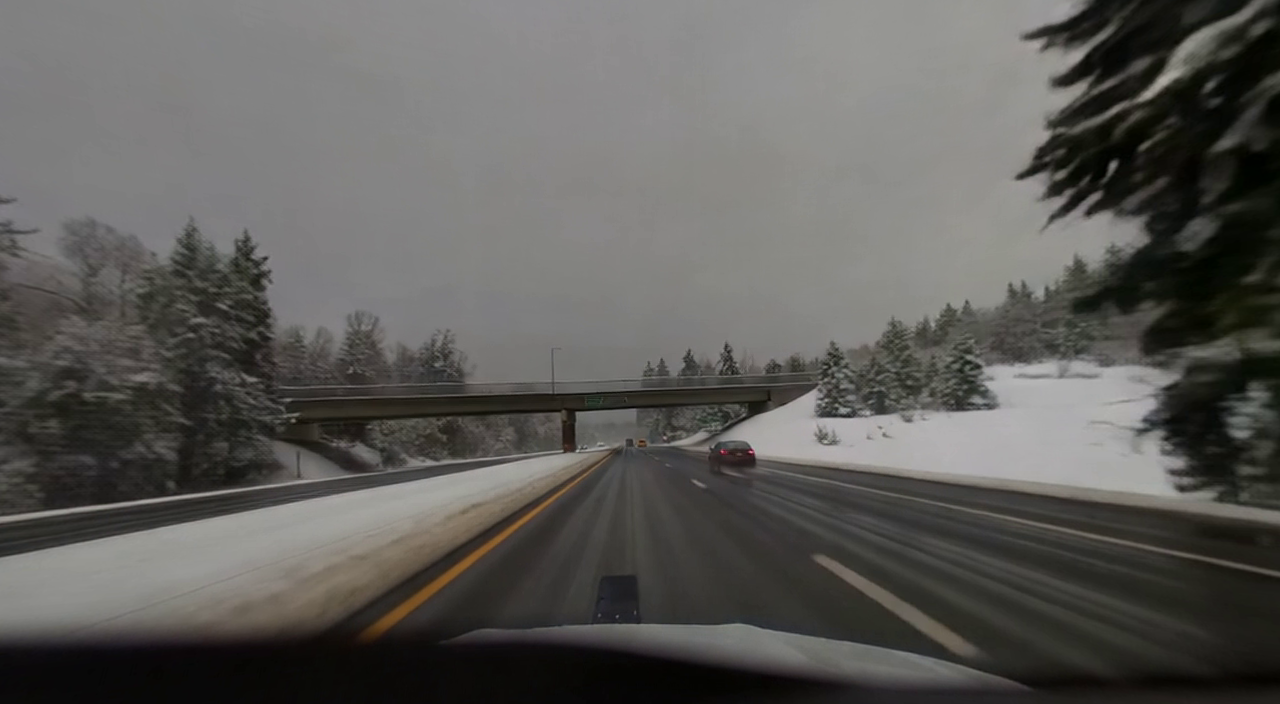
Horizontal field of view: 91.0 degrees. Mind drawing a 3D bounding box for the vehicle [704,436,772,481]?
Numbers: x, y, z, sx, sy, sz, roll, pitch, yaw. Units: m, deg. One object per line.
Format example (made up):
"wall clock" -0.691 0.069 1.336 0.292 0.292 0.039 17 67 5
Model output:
"vehicle" 3.463 3.815 22.895 1.781 1.470 3.540 0 -8 -2
